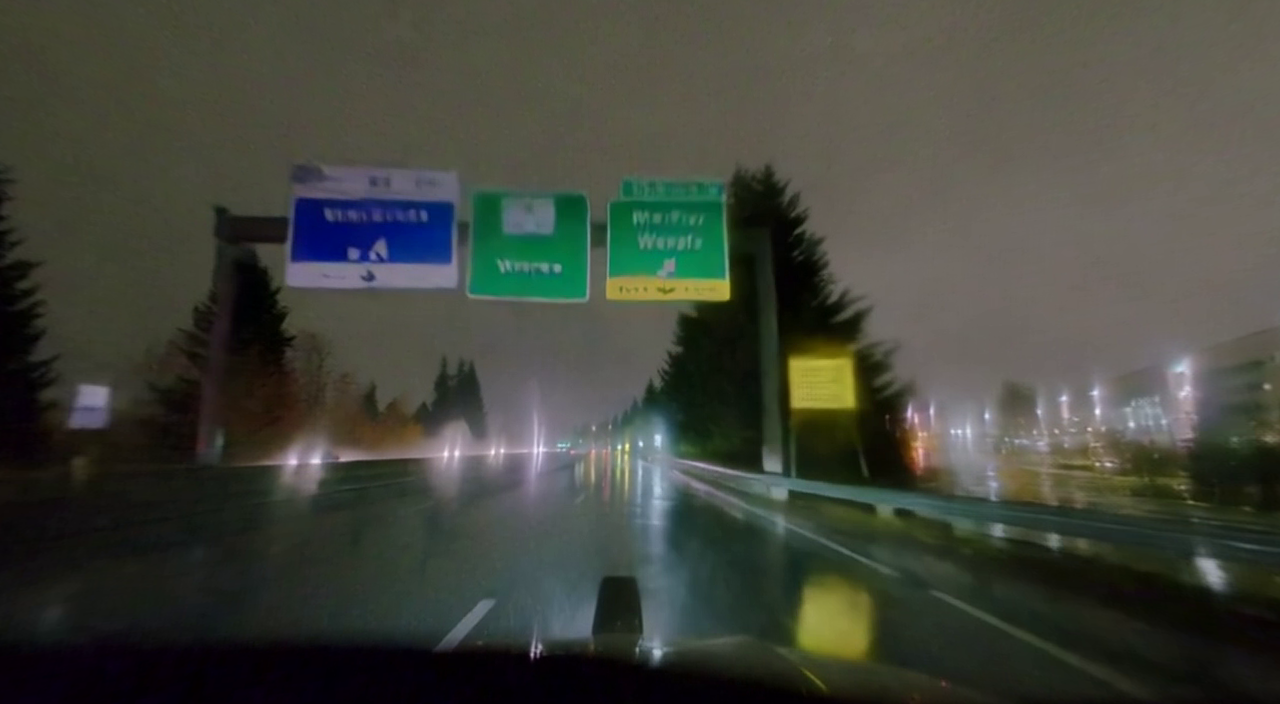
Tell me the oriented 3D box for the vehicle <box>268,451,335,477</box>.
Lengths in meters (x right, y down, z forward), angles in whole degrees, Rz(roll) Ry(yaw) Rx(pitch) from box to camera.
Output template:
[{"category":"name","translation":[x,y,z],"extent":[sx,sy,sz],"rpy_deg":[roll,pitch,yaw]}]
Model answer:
[{"category":"vehicle","translation":[-21.192,7.005,39.416],"extent":[1.790,1.464,4.417],"rpy_deg":[0,-9,-1]}]
